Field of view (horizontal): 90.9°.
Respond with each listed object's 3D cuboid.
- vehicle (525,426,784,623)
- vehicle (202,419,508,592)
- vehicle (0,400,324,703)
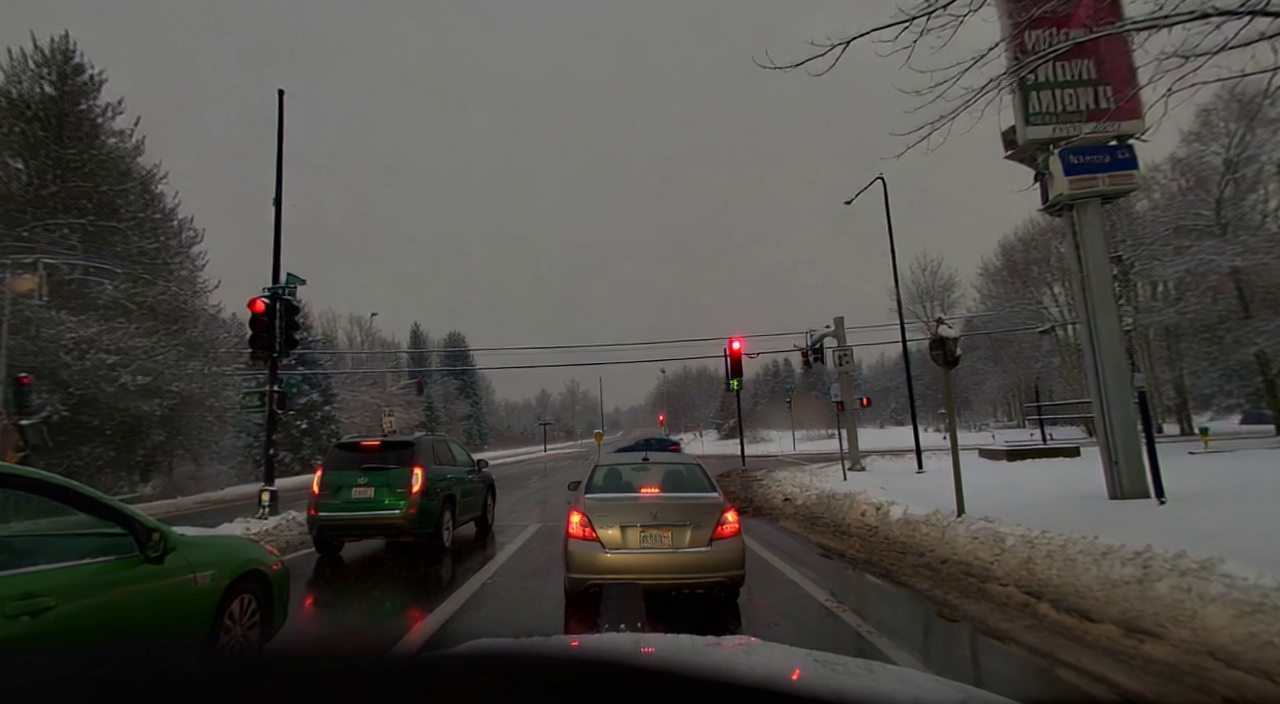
[{"bbox_3d":[0.046,1.585,6.621,1.977,1.467,3.474,0,-9,-2],"label":"vehicle"},{"bbox_3d":[-3.164,1.790,8.132,1.950,1.628,4.082,-1,-9,1],"label":"vehicle"},{"bbox_3d":[-3.146,0.975,2.415,1.808,1.520,3.846,-1,-9,1],"label":"vehicle"}]
